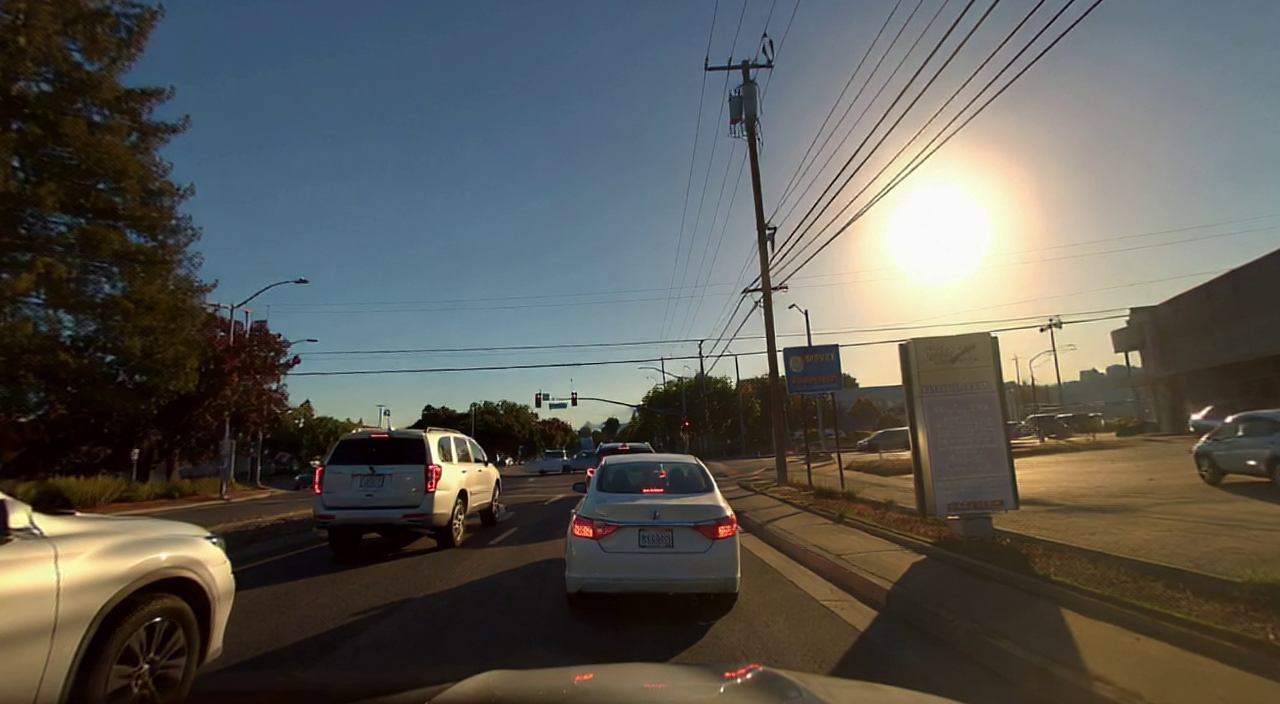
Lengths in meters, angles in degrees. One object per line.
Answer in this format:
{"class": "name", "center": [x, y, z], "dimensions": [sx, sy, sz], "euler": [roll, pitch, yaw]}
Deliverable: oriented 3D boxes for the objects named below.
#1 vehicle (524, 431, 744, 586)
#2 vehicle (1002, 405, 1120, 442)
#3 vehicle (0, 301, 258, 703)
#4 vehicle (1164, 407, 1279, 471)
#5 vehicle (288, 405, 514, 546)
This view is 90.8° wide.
{"class": "vehicle", "center": [-0.106, 1.807, 8.158], "dimensions": [2.121, 1.474, 3.968], "euler": [0, -8, -2]}
{"class": "vehicle", "center": [26.847, 4.633, 40.506], "dimensions": [5.782, 2.286, 2.223], "euler": [-1, -9, 4]}
{"class": "vehicle", "center": [-3.591, 0.636, 1.519], "dimensions": [2.085, 1.943, 5.053], "euler": [0, -8, 1]}
{"class": "vehicle", "center": [17.030, 2.542, 18.290], "dimensions": [1.858, 1.622, 4.491], "euler": [-5, -10, 28]}
{"class": "vehicle", "center": [-3.844, 2.089, 11.374], "dimensions": [2.147, 1.963, 4.927], "euler": [0, -8, -1]}
